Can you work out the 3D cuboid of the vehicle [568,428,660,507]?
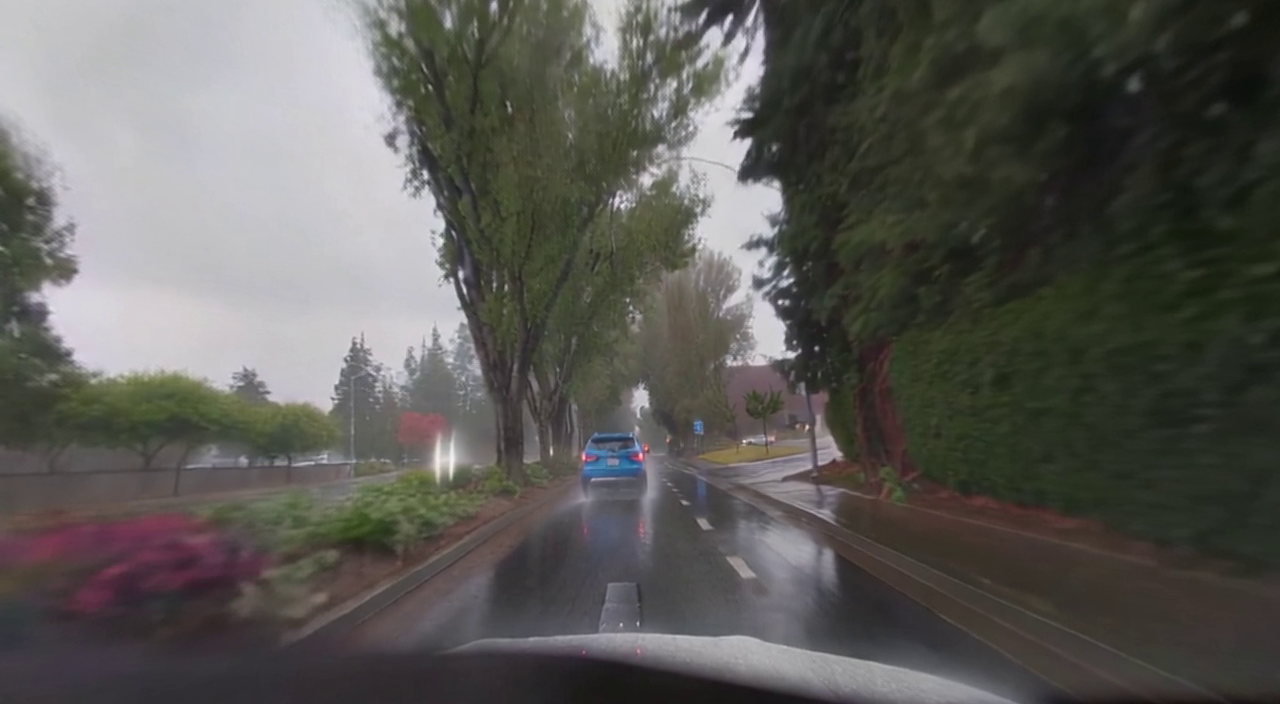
[{"bbox_3d":[-0.655,3.012,16.850,2.131,1.761,4.242,-1,-9,-1],"label":"vehicle"}]
